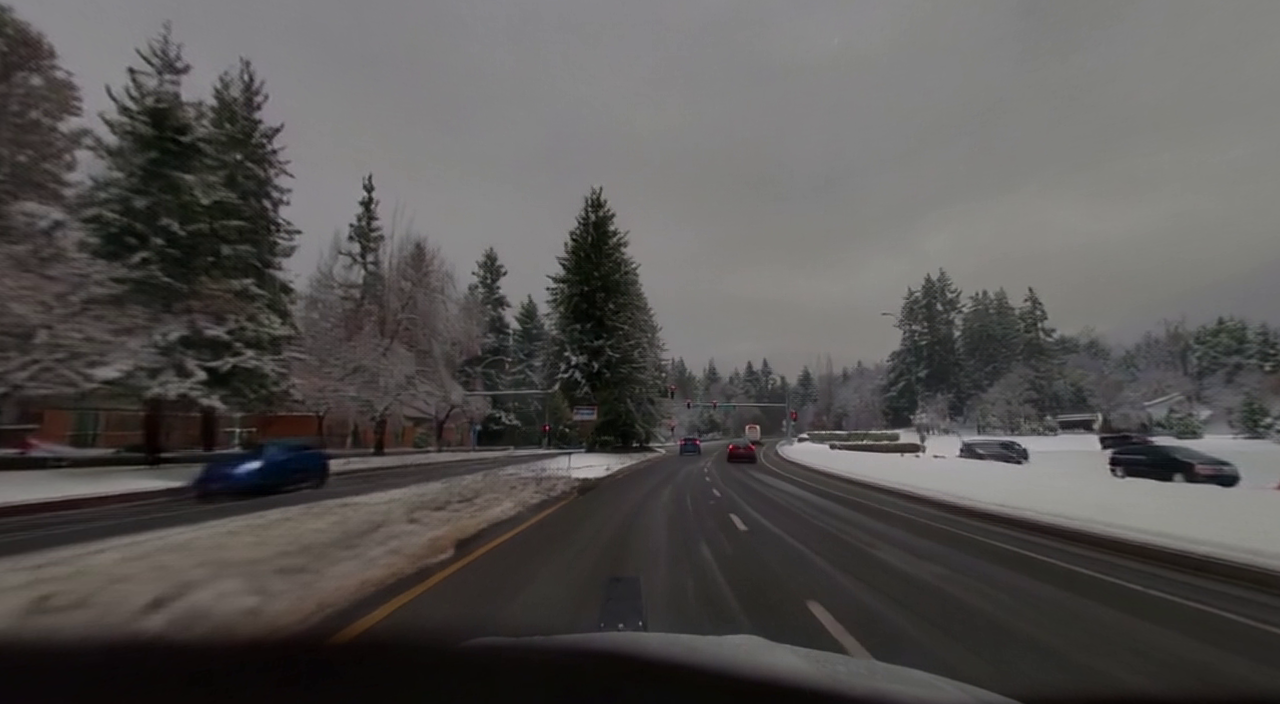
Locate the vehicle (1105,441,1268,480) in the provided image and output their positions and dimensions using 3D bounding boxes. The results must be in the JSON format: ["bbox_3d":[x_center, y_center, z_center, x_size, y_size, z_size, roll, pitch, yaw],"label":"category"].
[{"bbox_3d":[21.737,4.323,25.242,4.322,1.467,2.457,1,-8,-3],"label":"vehicle"}]

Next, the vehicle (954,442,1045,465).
[{"bbox_3d":[22.947,6.472,40.433,4.627,1.418,1.800,-1,-8,9],"label":"vehicle"}]

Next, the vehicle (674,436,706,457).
[{"bbox_3d":[3.877,7.213,48.294,2.066,1.482,4.273,-1,-8,9],"label":"vehicle"}]

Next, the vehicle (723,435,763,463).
[{"bbox_3d":[5.857,5.595,36.426,1.989,1.497,4.436,-1,-8,6],"label":"vehicle"}]

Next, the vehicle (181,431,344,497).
[{"bbox_3d":[-11.177,3.324,19.150,1.969,1.755,4.518,0,-8,2],"label":"vehicle"}]
